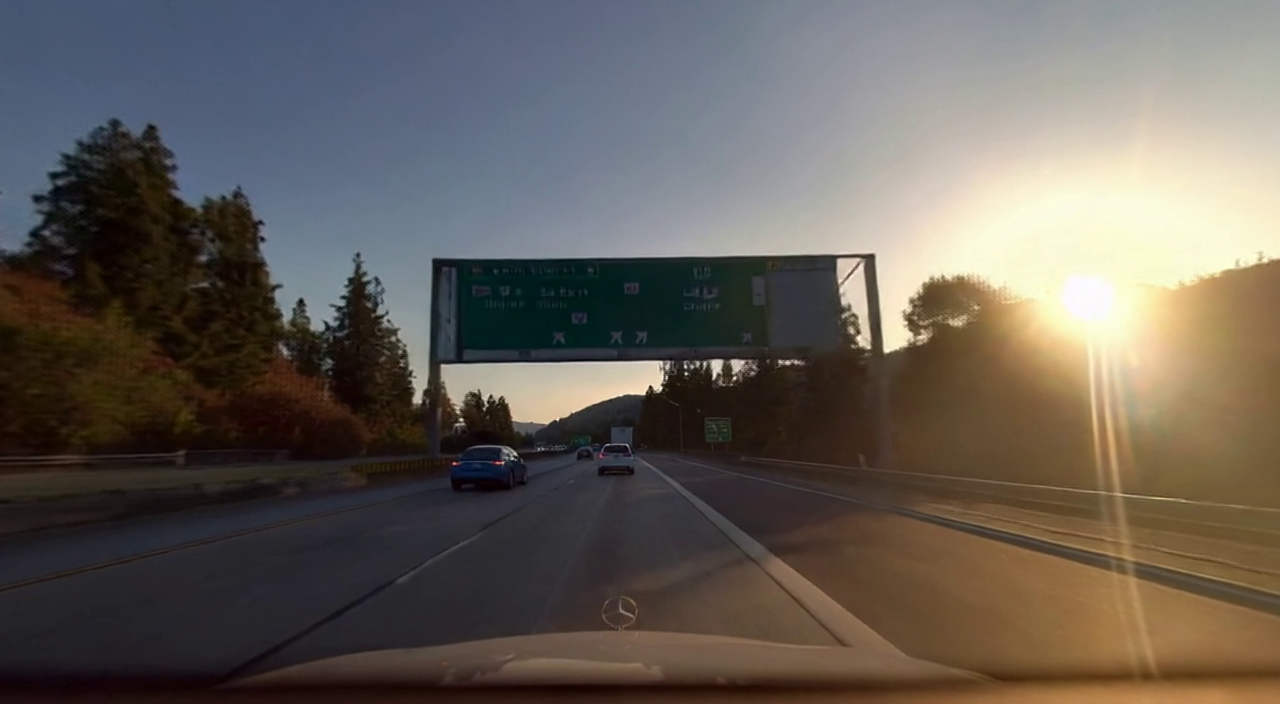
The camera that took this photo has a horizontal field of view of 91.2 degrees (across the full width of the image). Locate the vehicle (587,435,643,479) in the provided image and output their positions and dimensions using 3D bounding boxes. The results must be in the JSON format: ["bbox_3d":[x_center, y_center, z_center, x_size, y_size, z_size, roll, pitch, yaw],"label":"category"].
[{"bbox_3d":[-1.035,4.478,26.866,2.220,1.711,4.056,0,-9,-1],"label":"vehicle"}]

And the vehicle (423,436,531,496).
[{"bbox_3d":[-4.859,3.471,19.462,2.103,1.588,4.709,-1,-9,0],"label":"vehicle"}]
